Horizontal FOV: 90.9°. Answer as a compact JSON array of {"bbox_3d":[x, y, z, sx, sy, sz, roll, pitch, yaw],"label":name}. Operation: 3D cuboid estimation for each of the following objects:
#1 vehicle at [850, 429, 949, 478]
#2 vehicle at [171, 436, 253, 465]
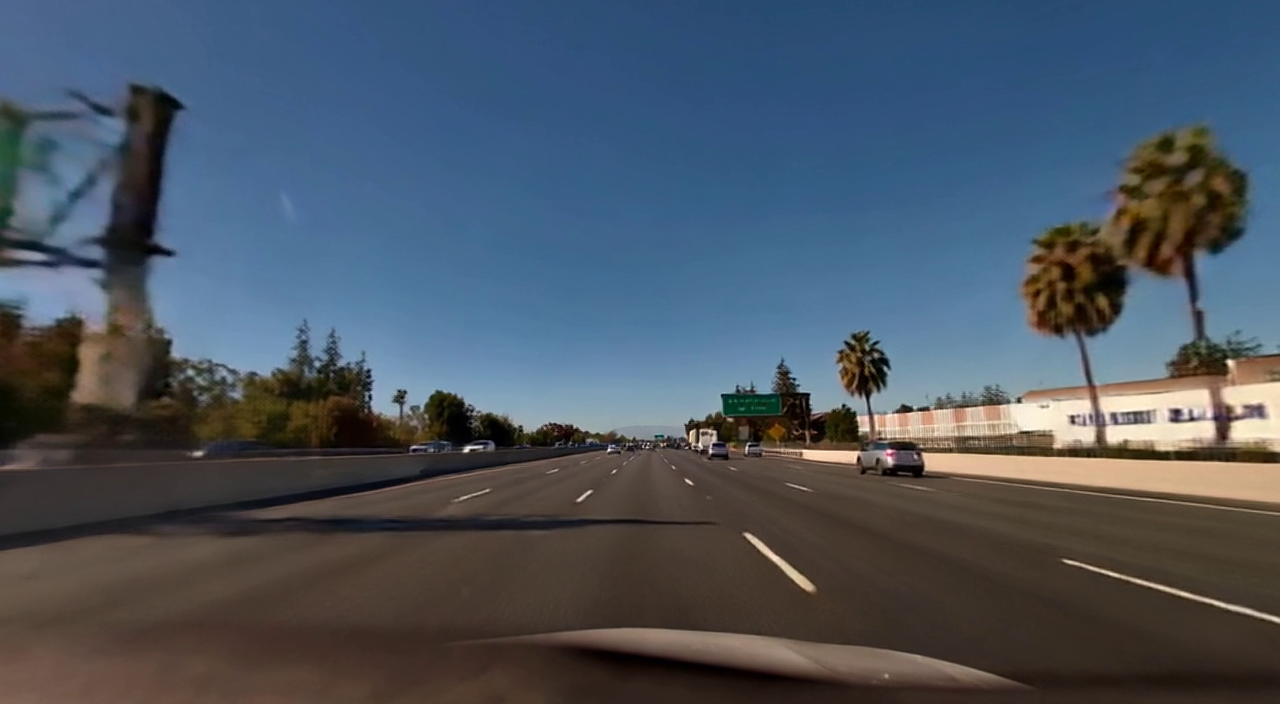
[{"bbox_3d":[10.887,4.301,26.921,2.168,1.861,4.678,0,-8,0],"label":"vehicle"},{"bbox_3d":[-25.718,5.935,38.086,1.898,1.670,4.227,0,-8,1],"label":"vehicle"}]
